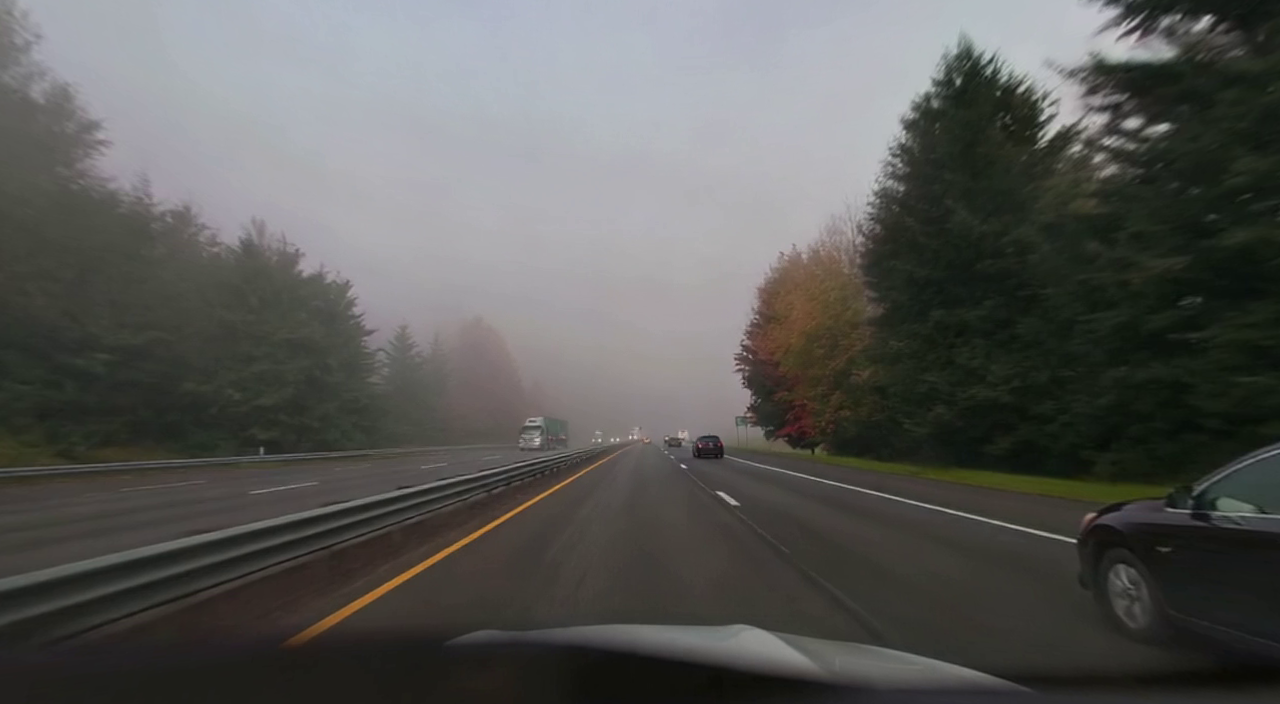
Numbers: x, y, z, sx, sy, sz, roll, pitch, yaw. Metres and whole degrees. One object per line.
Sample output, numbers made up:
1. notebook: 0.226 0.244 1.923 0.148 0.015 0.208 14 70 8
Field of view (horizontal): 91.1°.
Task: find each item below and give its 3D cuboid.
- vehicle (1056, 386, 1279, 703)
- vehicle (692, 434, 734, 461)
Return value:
1. vehicle: 3.948 0.851 2.328 2.023 1.545 4.029 0 -8 0
2. vehicle: 4.332 5.759 37.886 2.024 1.516 4.197 0 -8 0
